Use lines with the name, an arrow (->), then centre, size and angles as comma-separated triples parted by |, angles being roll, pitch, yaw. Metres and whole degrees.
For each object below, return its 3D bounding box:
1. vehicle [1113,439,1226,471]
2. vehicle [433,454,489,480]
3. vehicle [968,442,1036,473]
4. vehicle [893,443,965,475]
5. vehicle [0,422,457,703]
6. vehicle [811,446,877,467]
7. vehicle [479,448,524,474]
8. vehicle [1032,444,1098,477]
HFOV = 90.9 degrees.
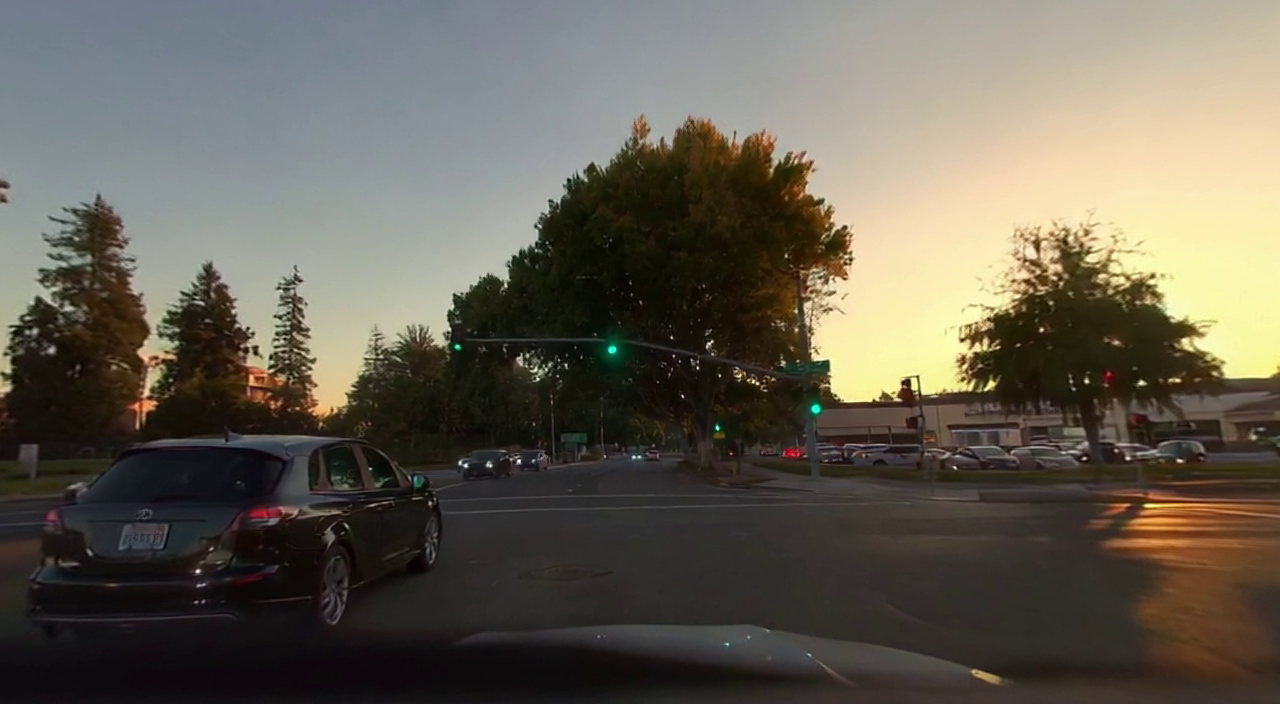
vehicle -> 27.536, 5.318, 32.824 | 4.678, 1.558, 1.883 | 1, -9, -12
vehicle -> -11.221, 7.214, 39.836 | 2.001, 1.458, 4.278 | -1, -8, 4
vehicle -> 17.957, 5.168, 31.191 | 1.945, 1.434, 4.293 | -8, -11, 42
vehicle -> 15.526, 5.714, 33.739 | 2.060, 1.445, 4.712 | -10, -11, 41
vehicle -> -3.098, 1.377, 4.887 | 1.924, 1.482, 4.734 | 0, -8, 0
vehicle -> 16.047, 8.214, 49.672 | 4.594, 1.577, 1.789 | -5, -10, 30
vehicle -> -10.767, 8.483, 49.275 | 2.120, 1.833, 4.650 | -1, -8, 4
vehicle -> 20.032, 5.050, 29.612 | 1.930, 1.410, 4.313 | -7, -11, 40
